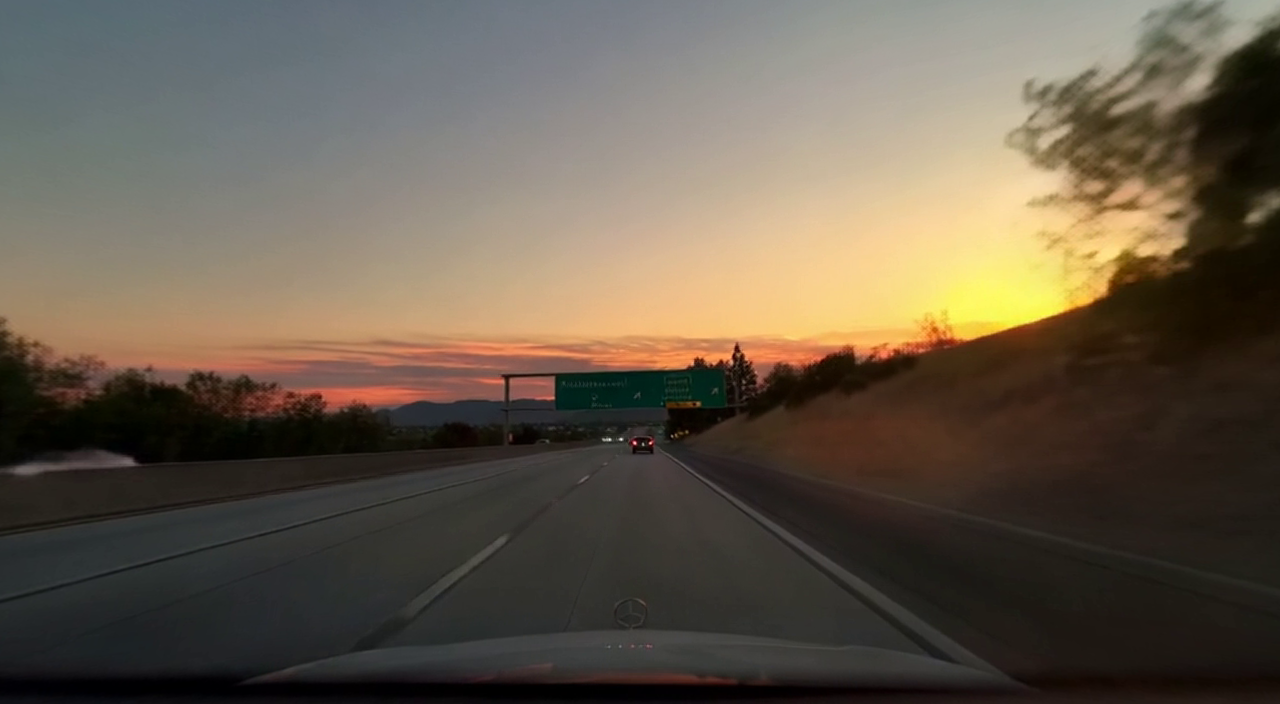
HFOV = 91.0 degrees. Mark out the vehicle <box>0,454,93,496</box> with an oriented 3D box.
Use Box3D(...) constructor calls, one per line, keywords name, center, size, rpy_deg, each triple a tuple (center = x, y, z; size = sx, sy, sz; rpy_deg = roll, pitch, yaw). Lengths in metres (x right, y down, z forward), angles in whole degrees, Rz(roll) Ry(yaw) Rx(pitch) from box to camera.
Box3D(name="vehicle", center=(-25.146, 4.958, 25.529), size=(1.856, 1.497, 4.413), rpy_deg=(0, -8, 1))
